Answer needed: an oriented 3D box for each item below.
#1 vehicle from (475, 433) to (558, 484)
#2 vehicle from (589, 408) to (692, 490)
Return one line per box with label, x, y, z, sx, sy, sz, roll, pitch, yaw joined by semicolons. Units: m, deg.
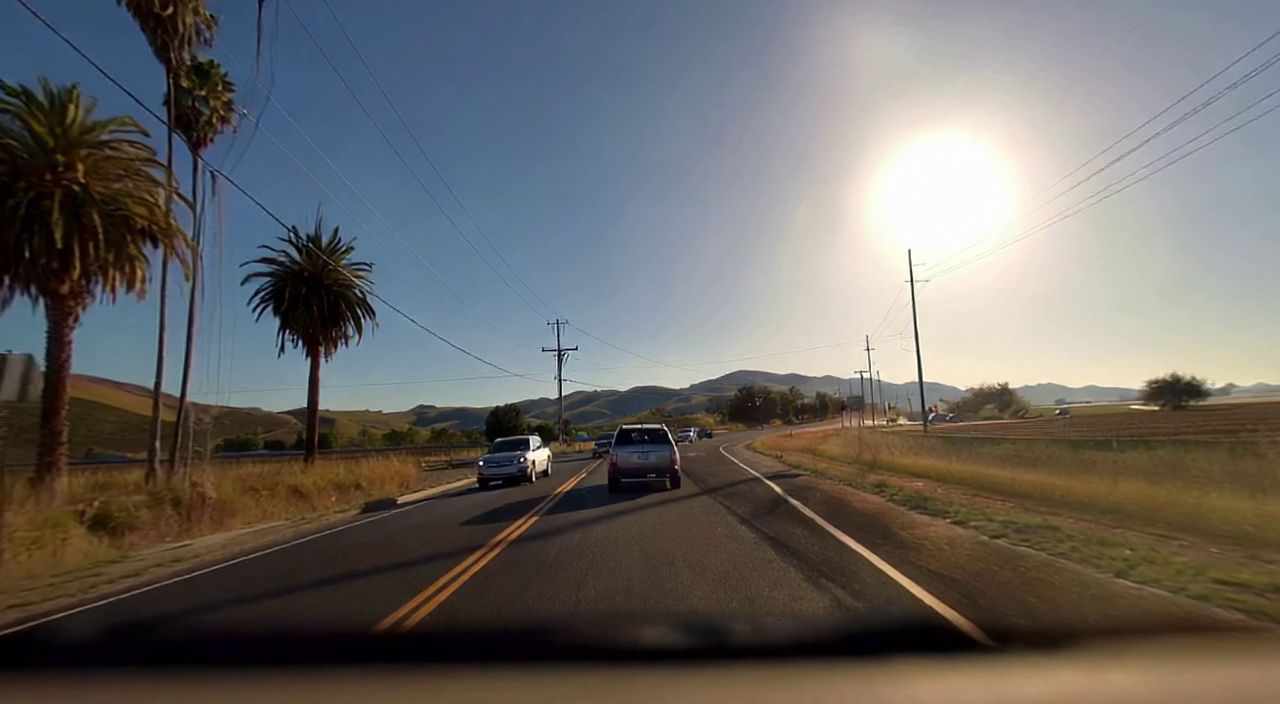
vehicle;-4.193;3.674;22.076;2.079;1.606;3.775;0;-8;0
vehicle;-0.035;2.569;16.885;2.364;1.859;4.538;0;-8;-1
